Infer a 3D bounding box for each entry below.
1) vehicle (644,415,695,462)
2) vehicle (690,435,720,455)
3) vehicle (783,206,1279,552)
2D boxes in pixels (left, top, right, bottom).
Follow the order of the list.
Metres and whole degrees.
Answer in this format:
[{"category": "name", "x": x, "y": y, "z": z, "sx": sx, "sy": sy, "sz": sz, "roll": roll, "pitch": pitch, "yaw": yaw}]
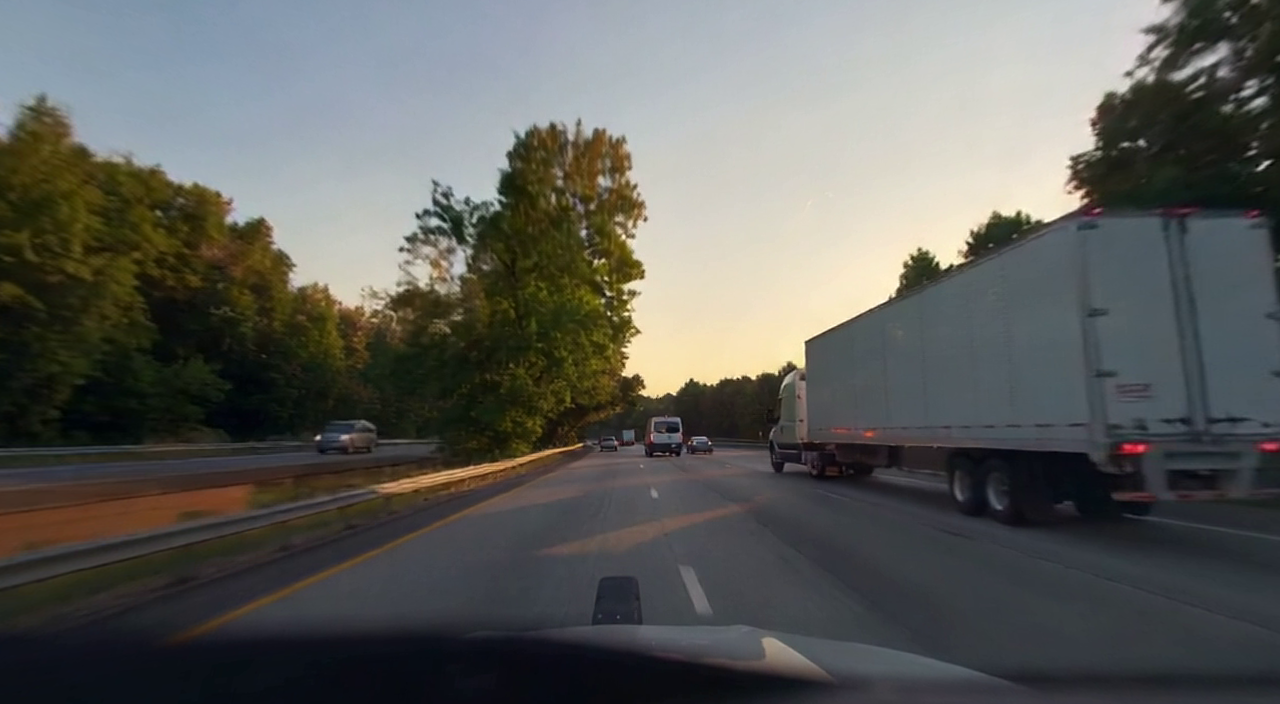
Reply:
[{"category": "vehicle", "x": 1.600, "y": 4.991, "z": 36.600, "sx": 2.436, "sy": 2.521, "sz": 5.409, "roll": 0, "pitch": -8, "yaw": -3}, {"category": "vehicle", "x": 4.954, "y": 7.194, "z": 48.718, "sx": 1.821, "sy": 1.468, "sz": 3.805, "roll": 0, "pitch": -8, "yaw": -2}, {"category": "vehicle", "x": 6.412, "y": 1.162, "z": 14.318, "sx": 2.904, "sy": 4.054, "sz": 14.017, "roll": 0, "pitch": -8, "yaw": -1}]
